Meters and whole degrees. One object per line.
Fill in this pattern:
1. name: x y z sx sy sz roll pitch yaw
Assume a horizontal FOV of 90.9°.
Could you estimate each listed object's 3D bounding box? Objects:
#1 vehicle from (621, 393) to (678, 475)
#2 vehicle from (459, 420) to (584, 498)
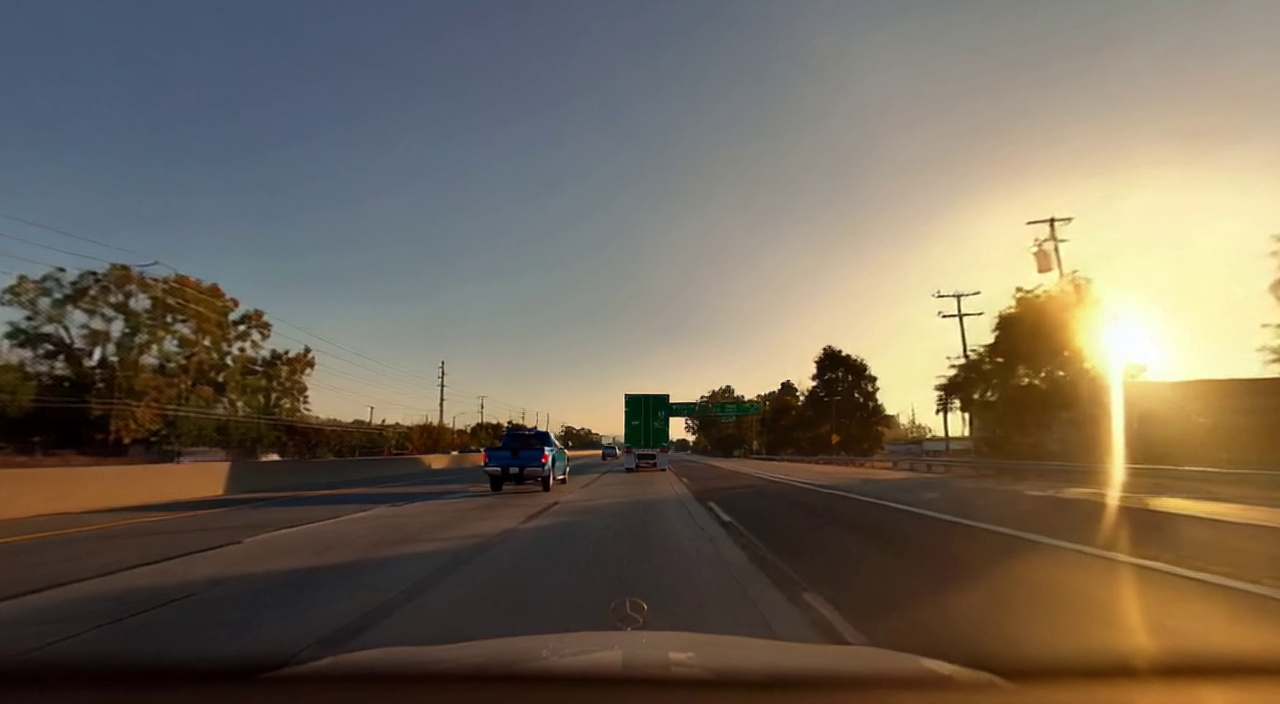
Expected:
1. vehicle: 0.580 5.062 38.206 2.879 4.085 13.125 0 -8 1
2. vehicle: -3.579 3.438 20.806 2.749 2.141 6.515 0 -8 1
